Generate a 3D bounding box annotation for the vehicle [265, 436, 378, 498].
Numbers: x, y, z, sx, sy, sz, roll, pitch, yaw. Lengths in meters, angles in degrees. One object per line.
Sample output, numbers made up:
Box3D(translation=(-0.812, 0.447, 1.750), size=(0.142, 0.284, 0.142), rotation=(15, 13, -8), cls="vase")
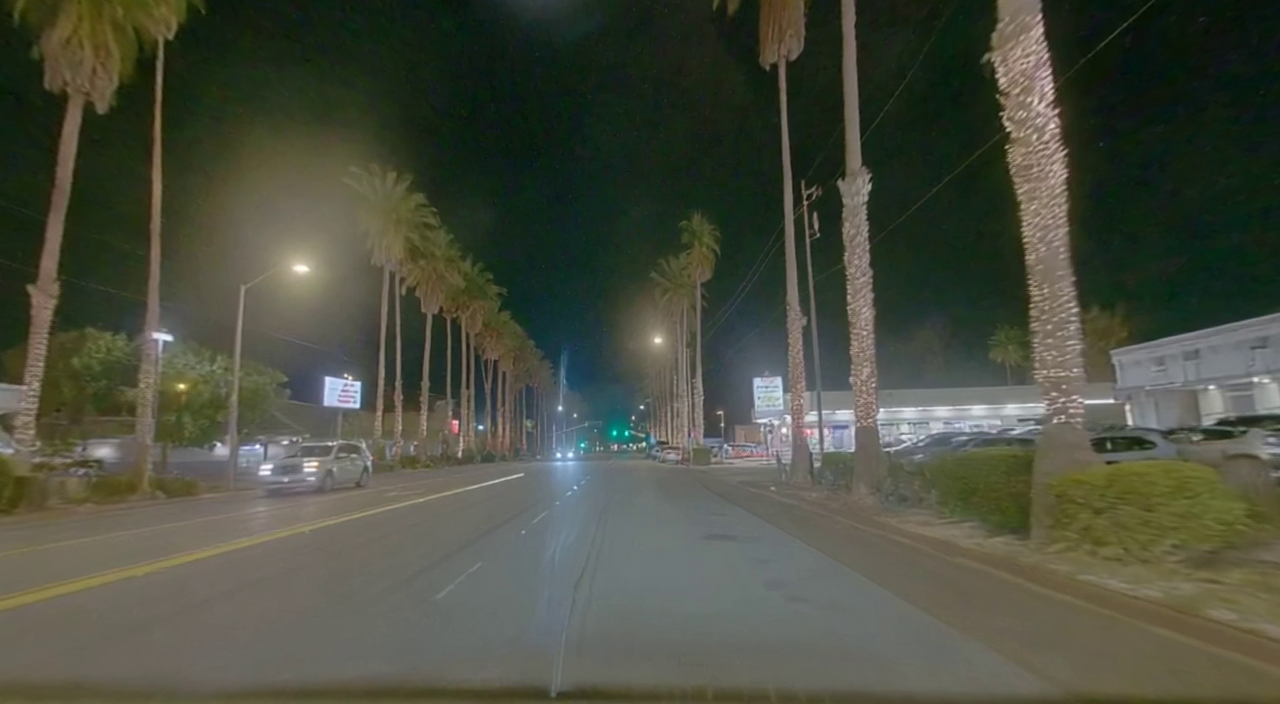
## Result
Box3D(translation=(-11.597, 4.190, 23.399), size=(2.089, 1.979, 4.179), rotation=(-3, -9, -1), cls="vehicle")
